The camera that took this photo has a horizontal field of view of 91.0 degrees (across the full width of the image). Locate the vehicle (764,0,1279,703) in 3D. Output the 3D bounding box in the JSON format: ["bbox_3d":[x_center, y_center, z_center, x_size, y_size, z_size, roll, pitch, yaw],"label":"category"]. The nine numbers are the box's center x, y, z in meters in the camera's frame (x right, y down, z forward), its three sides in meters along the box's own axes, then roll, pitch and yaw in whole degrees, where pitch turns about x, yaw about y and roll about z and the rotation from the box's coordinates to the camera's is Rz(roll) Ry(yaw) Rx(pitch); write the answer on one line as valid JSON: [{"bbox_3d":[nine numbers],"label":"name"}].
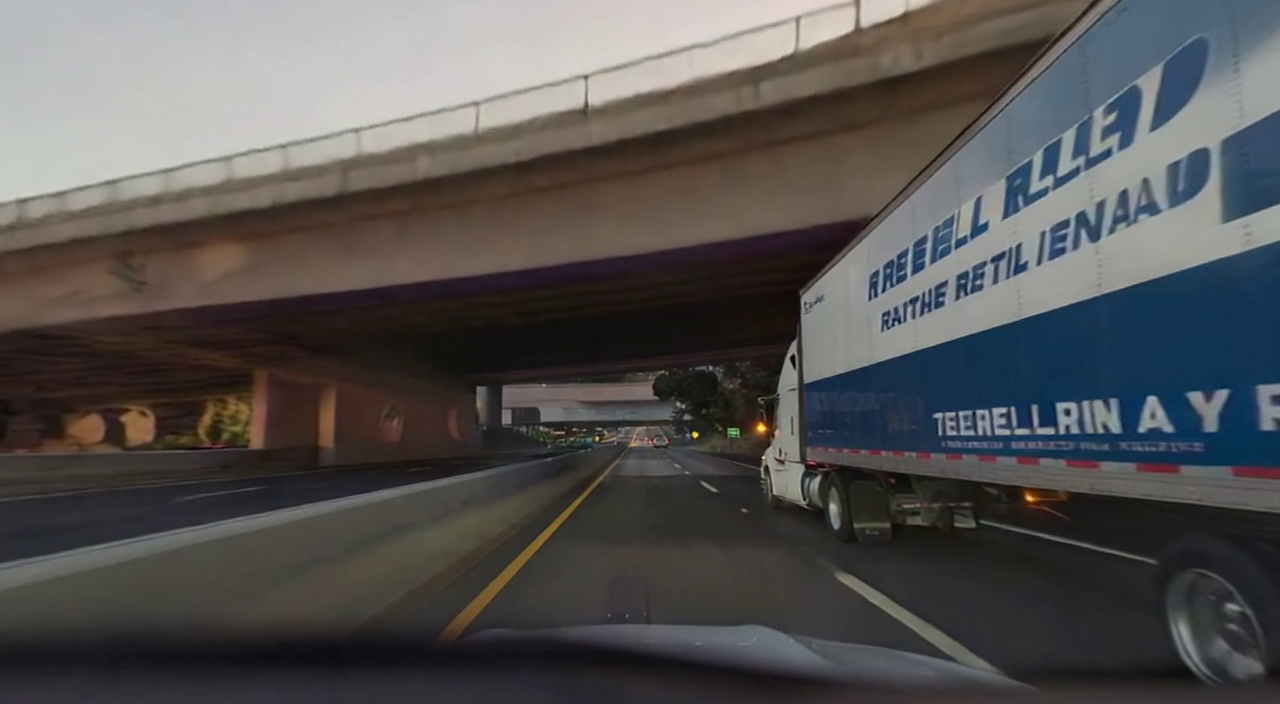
[{"bbox_3d":[4.170,0.351,6.604,3.006,4.093,14.142,0,-8,1],"label":"vehicle"}]
